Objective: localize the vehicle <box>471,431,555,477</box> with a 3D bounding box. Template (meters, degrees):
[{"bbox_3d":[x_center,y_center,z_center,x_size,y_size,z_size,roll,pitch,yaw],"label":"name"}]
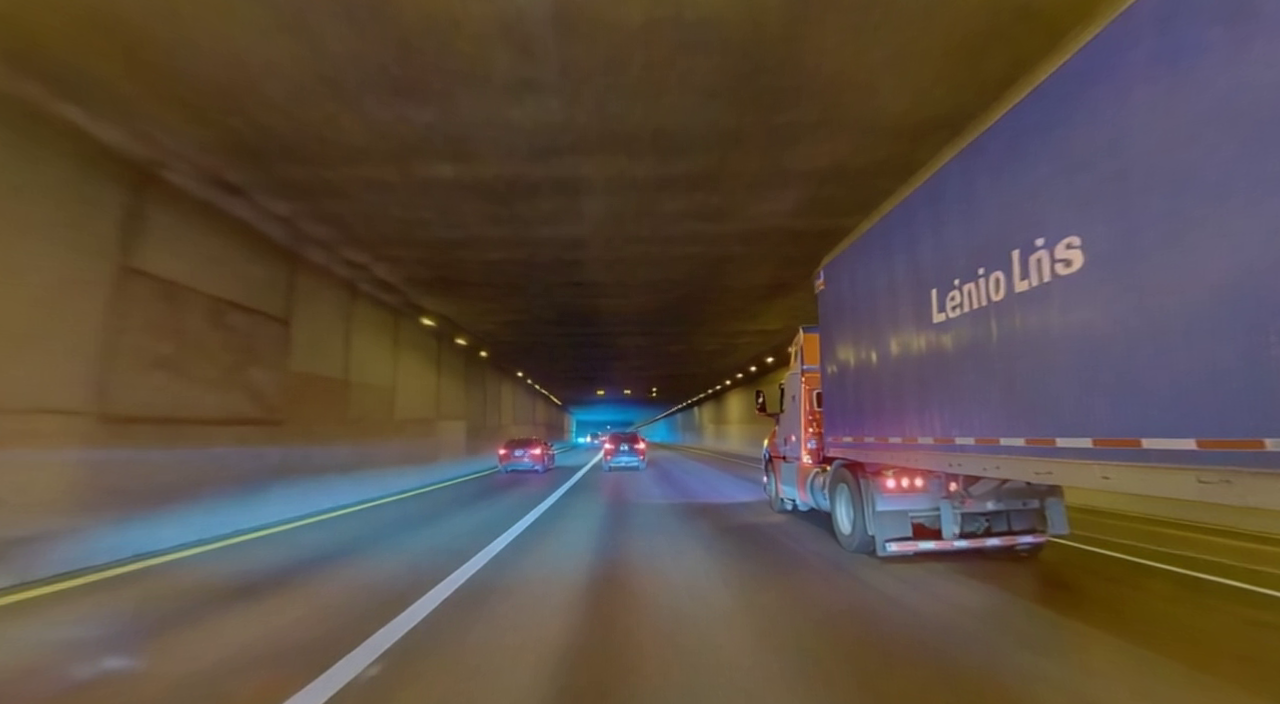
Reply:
[{"bbox_3d":[-4.271,3.507,21.991,2.019,1.435,4.317,0,-8,0],"label":"vehicle"}]

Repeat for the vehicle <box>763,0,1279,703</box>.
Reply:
[{"bbox_3d":[3.882,-0.040,4.767,2.842,4.108,14.081,0,-8,-1],"label":"vehicle"}]

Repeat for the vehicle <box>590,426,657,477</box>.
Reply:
[{"bbox_3d":[-0.546,3.403,21.814,2.094,1.600,3.666,0,-8,-1],"label":"vehicle"}]
